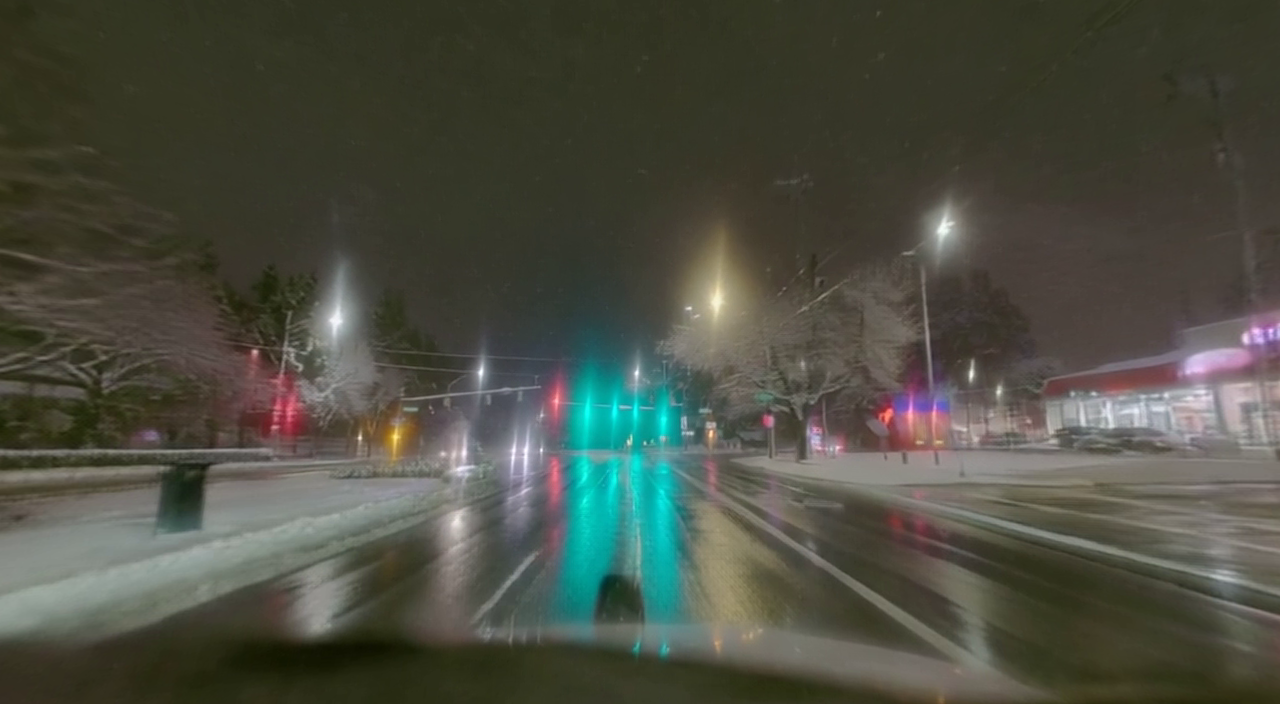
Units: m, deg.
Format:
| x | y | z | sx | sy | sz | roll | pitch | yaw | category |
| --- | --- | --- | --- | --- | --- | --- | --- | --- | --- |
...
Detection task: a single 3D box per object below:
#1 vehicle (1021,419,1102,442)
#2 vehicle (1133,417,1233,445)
| x | y | z | sx | sy | sz | roll | pitch | yaw | category |
| --- | --- | --- | --- | --- | --- | --- | --- | --- | --- |
| 32.315 | 6.048 | 48.379 | 4.763 | 1.725 | 2.082 | 0 | -8 | -2 | vehicle |
| 31.765 | 4.641 | 36.922 | 4.051 | 1.611 | 1.944 | 0 | -8 | -2 | vehicle |
